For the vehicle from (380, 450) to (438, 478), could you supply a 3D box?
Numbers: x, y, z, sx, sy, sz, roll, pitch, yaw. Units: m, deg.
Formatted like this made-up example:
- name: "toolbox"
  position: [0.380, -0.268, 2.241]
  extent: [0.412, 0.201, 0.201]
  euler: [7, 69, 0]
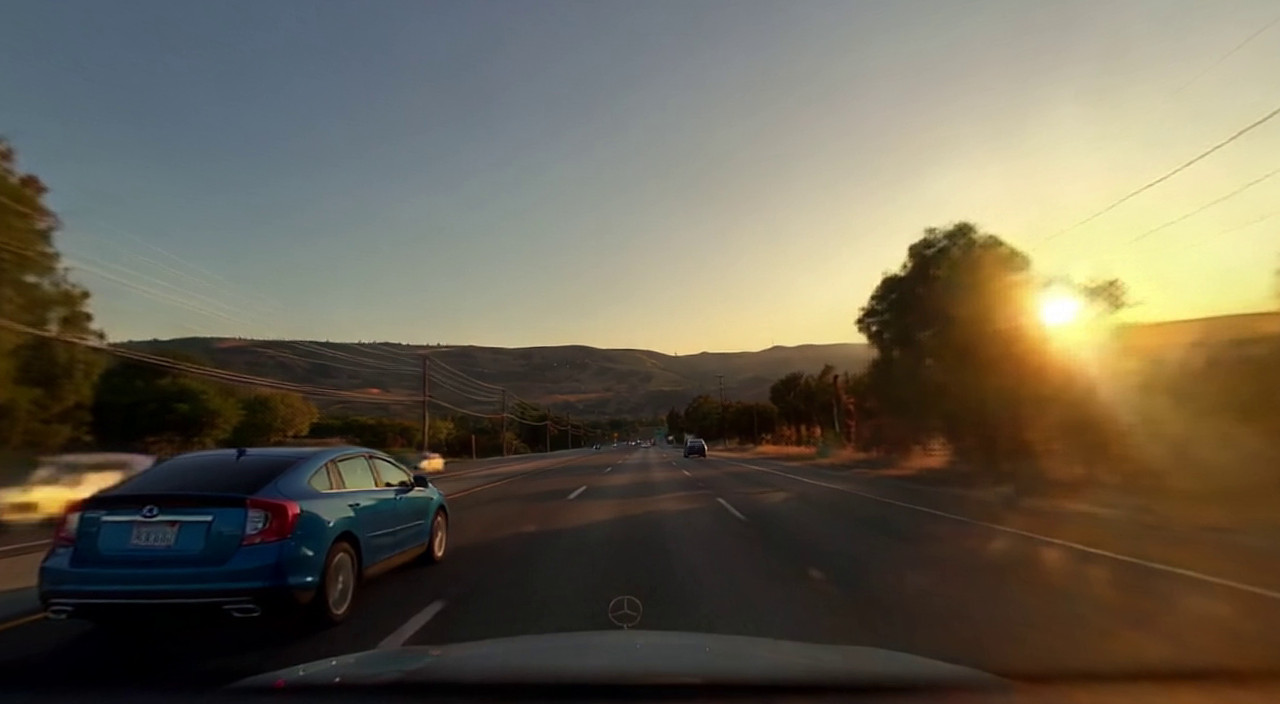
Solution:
- name: "vehicle"
  position: [-15.958, 7.767, 43.915]
  extent: [2.105, 1.748, 4.948]
  euler: [0, -8, 1]
